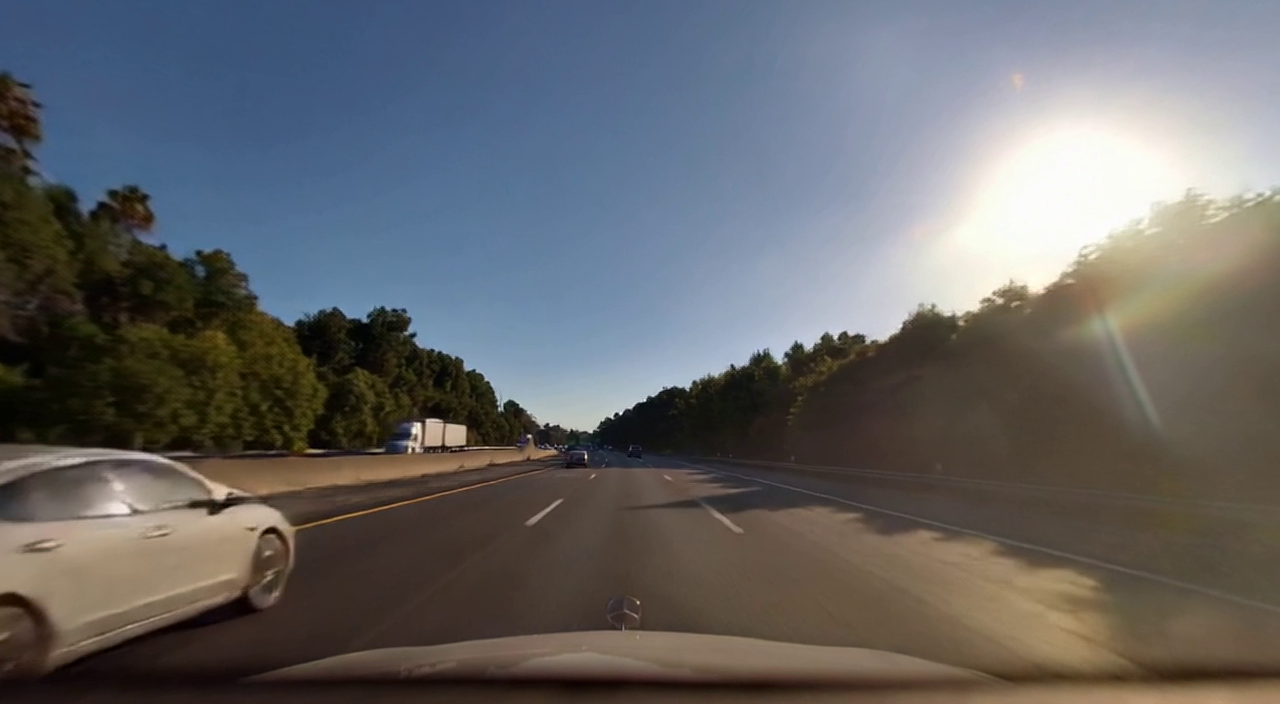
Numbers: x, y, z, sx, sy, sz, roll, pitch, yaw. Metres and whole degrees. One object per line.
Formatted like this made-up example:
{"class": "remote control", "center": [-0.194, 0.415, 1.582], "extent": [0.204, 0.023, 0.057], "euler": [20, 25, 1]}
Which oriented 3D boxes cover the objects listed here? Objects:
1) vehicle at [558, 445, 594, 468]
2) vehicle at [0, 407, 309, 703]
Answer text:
{"class": "vehicle", "center": [-4.411, 7.270, 44.008], "extent": [2.022, 1.513, 4.613], "euler": [1, -9, -1]}
{"class": "vehicle", "center": [-4.229, 1.085, 3.580], "extent": [2.169, 1.473, 4.631], "euler": [0, -9, 0]}
